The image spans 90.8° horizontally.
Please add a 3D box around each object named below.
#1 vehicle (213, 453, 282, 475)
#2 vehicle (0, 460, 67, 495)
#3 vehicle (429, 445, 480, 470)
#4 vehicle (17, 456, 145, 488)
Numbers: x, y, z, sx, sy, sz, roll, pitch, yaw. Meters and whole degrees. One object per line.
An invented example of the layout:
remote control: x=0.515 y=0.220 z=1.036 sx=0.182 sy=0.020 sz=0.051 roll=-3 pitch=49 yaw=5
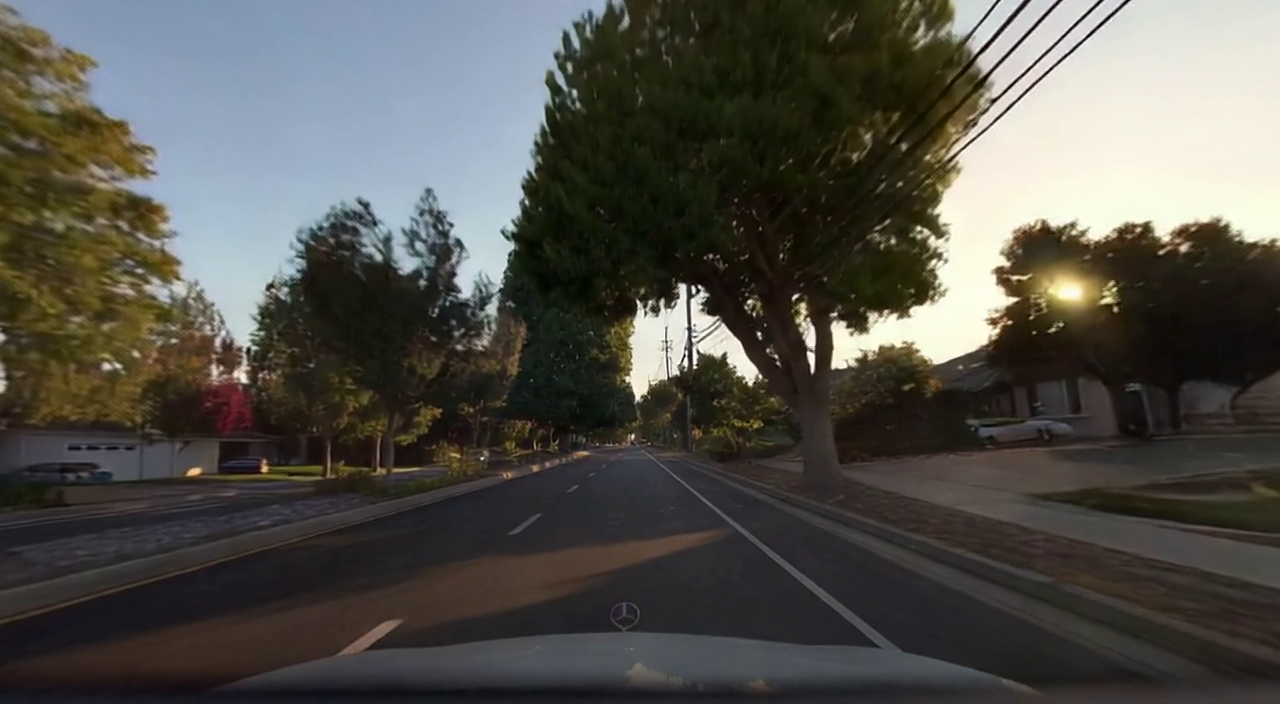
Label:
vehicle: x=-29.129 y=8.300 z=46.908 sx=3.792 sy=1.495 sz=1.950 roll=0 pitch=-9 yaw=2
vehicle: x=-29.283 y=5.777 z=29.174 sx=3.723 sy=1.479 sz=1.950 roll=0 pitch=-9 yaw=1
vehicle: x=-12.538 y=7.158 z=43.062 sx=2.055 sy=1.505 sz=4.703 roll=-1 pitch=-9 yaw=0
vehicle: x=-28.280 y=6.070 z=32.073 sx=4.599 sy=1.533 sz=2.029 roll=0 pitch=-9 yaw=3
